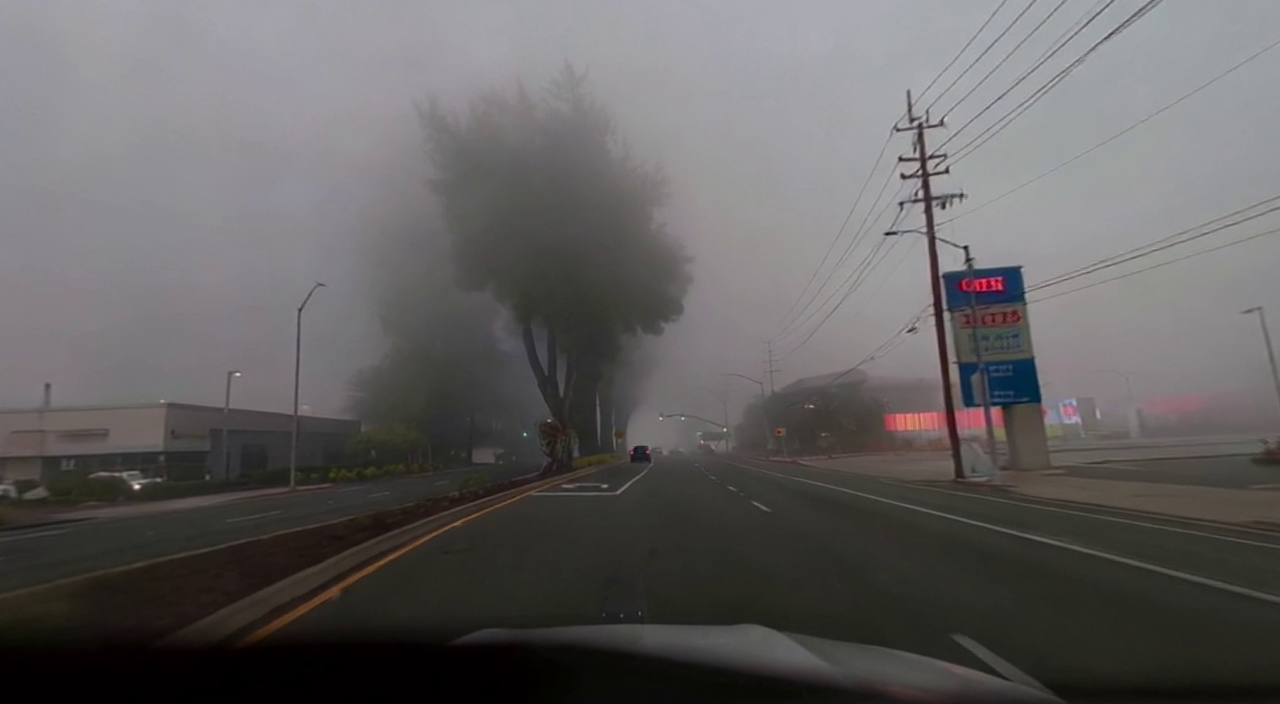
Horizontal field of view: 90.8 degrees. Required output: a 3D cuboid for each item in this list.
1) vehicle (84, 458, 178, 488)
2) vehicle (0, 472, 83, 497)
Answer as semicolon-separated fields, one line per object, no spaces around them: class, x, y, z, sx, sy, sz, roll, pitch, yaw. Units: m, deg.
vehicle;-32.186;7.641;40.037;4.137;1.733;2.016;2;-10;1
vehicle;-44.604;9.764;46.779;2.035;1.594;4.977;-1;-9;2
